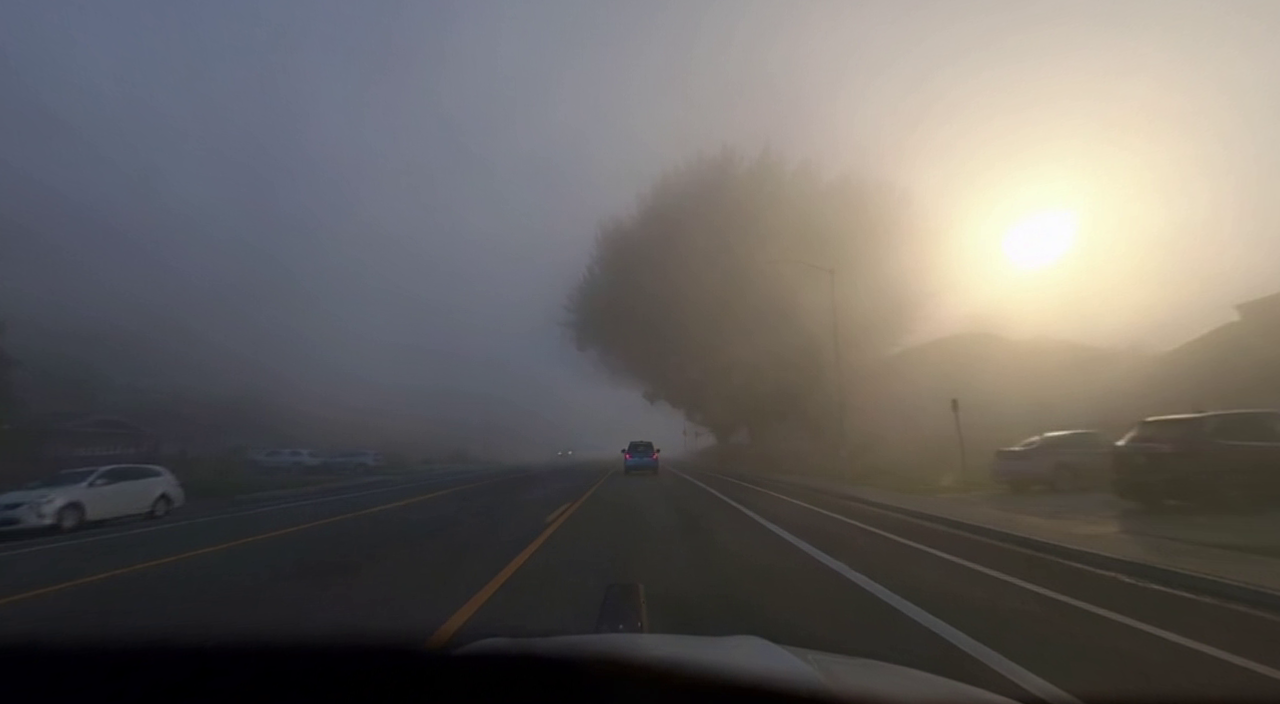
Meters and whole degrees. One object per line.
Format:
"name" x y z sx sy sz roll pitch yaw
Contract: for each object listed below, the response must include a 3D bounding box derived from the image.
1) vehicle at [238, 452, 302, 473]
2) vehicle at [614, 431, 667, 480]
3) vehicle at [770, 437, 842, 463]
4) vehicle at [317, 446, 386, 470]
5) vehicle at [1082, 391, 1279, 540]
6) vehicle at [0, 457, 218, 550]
"vehicle" -26.526 7.894 45.357 3.522 1.372 1.652 0 -9 -5
"vehicle" -0.016 4.560 28.004 2.153 1.942 4.767 0 -9 -1
"vehicle" 12.721 7.517 48.652 4.870 1.926 2.094 0 -8 -1
"vehicle" -20.936 7.700 45.926 4.020 1.635 1.875 0 -8 2
"vehicle" 11.121 1.692 10.281 6.052 2.078 2.174 -3 -8 1
"vehicle" -12.388 3.164 14.040 2.192 1.541 5.391 0 -9 2
